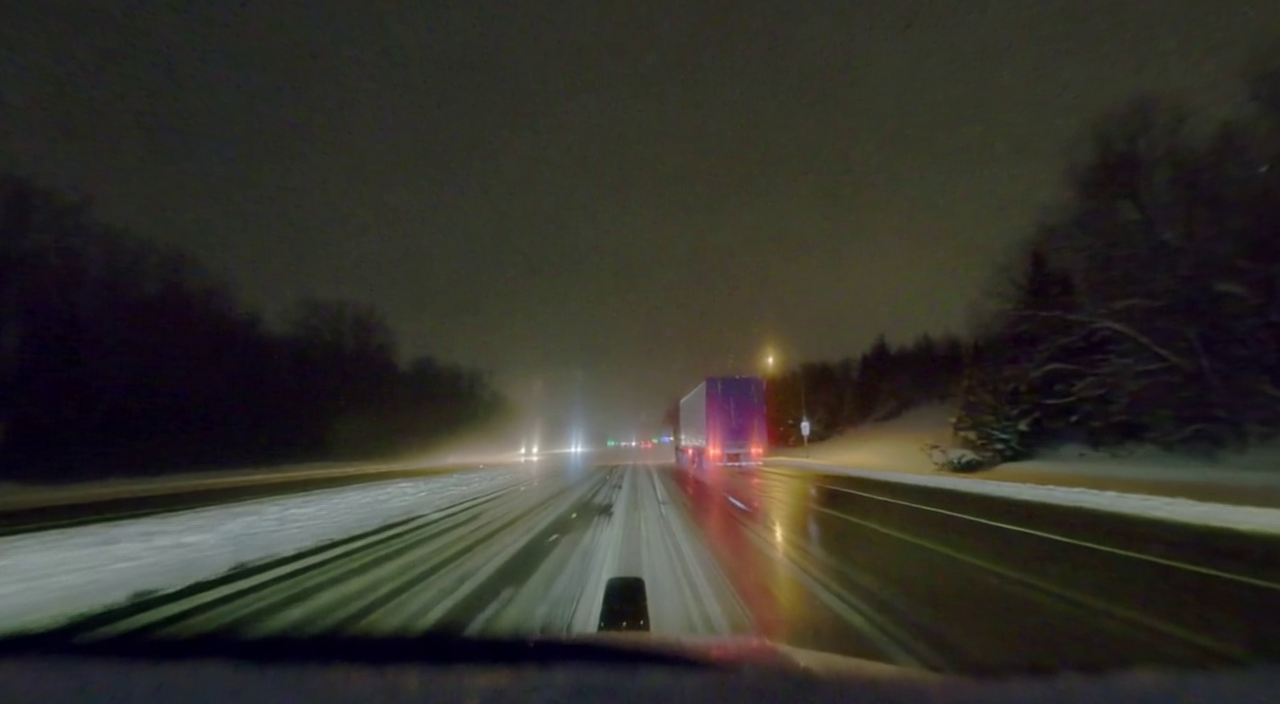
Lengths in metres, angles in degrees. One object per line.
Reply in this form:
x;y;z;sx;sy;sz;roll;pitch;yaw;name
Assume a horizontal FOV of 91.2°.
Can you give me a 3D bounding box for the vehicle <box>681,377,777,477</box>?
4.095;4.113;32.845;2.933;4.100;14.317;0;-8;0;vehicle
